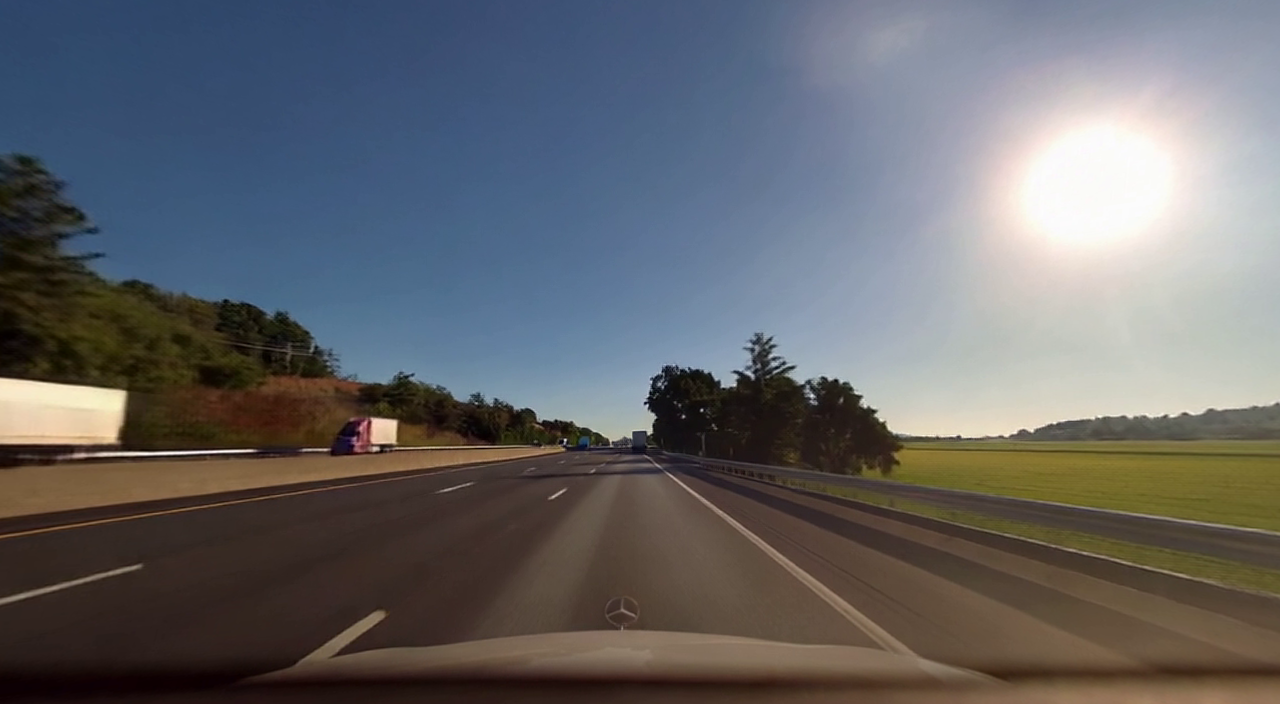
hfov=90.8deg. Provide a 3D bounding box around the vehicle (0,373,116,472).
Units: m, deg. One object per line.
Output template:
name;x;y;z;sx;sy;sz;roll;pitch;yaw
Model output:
vehicle;-25.065;2.316;21.358;3.095;3.605;13.571;0;-9;0
